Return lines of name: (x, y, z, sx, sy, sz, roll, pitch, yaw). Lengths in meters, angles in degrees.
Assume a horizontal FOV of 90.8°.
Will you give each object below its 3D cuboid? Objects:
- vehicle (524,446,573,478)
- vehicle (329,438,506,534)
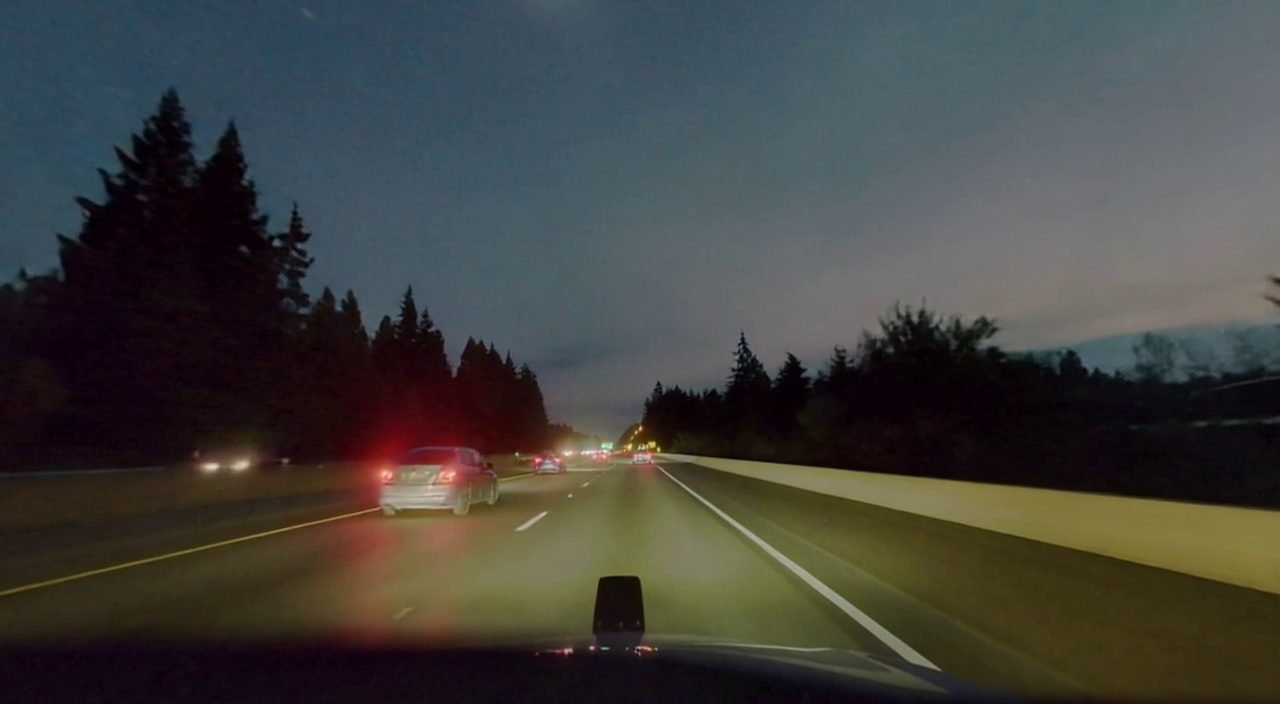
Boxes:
vehicle: (-4.542, 5.530, 31.993, 1.838, 1.508, 4.317, 0, -9, 0)
vehicle: (-3.914, 2.404, 11.891, 1.897, 1.481, 3.859, 0, -9, 0)
